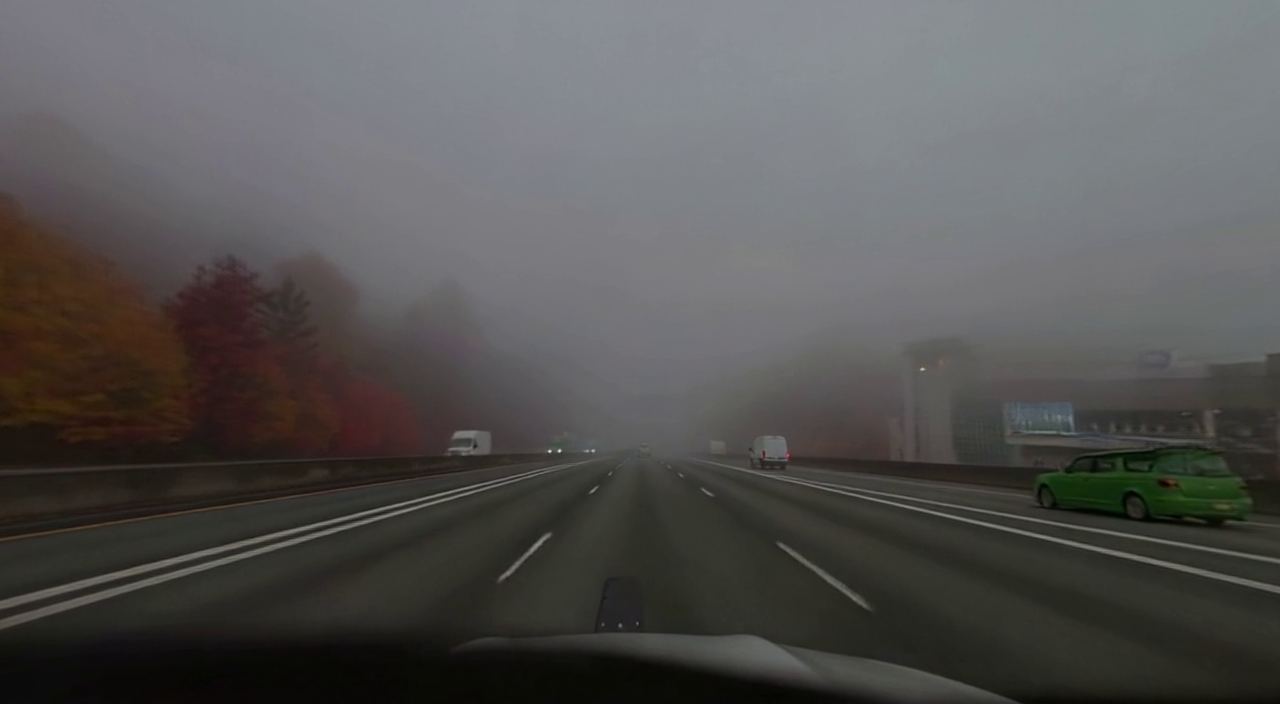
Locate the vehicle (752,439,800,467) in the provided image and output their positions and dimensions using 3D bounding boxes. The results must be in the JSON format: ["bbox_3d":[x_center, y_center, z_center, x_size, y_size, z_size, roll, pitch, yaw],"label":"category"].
[{"bbox_3d":[9.109,6.828,42.484,2.034,1.770,4.637,0,-9,-2],"label":"vehicle"}]

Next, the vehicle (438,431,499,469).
[{"bbox_3d":[-12.017,6.953,44.497,2.376,2.426,6.323,-1,-9,1],"label":"vehicle"}]
